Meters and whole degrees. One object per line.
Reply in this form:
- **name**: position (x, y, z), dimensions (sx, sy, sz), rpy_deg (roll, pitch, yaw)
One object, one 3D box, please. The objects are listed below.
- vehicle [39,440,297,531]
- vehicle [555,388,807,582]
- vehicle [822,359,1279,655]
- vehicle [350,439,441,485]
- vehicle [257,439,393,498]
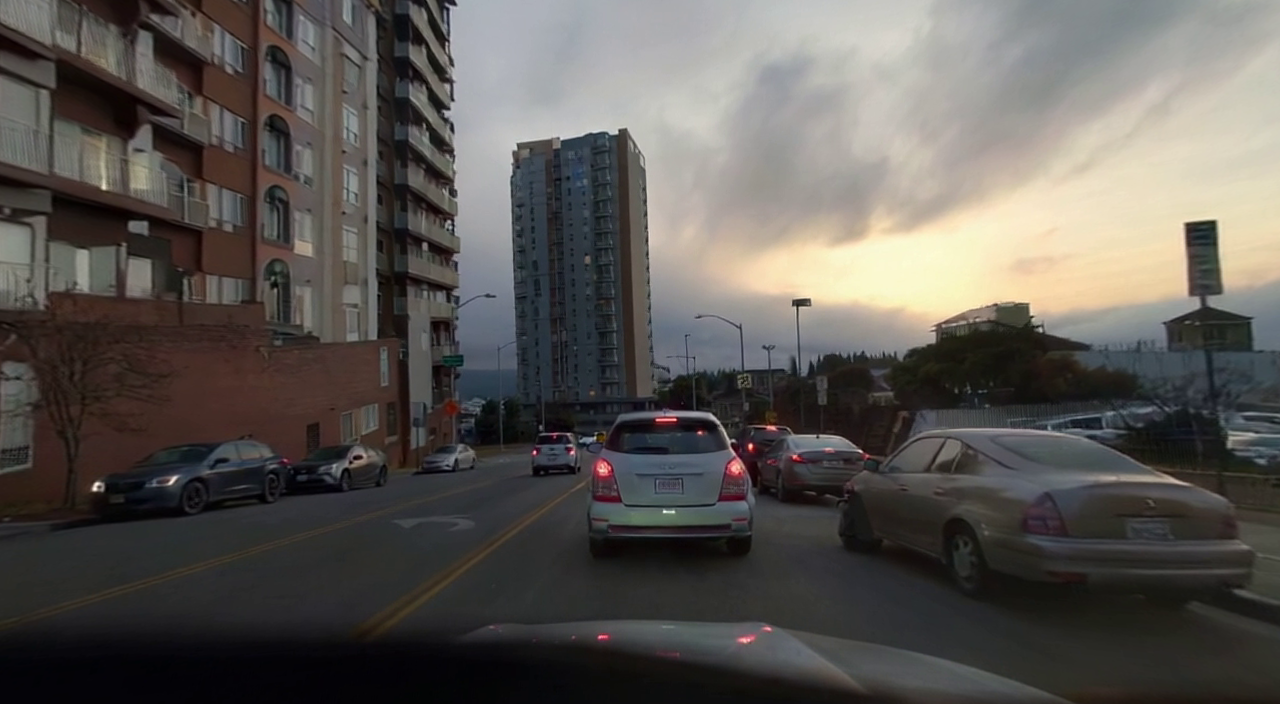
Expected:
- **vehicle**: position (-9.440, 2.655, 13.209), dimensions (2.002, 1.546, 4.339), rpy_deg (0, -8, 1)
- **vehicle**: position (0.387, 1.501, 7.803), dimensions (2.261, 1.740, 4.065), rpy_deg (0, -8, 1)
- **vehicle**: position (3.585, 1.284, 6.264), dimensions (2.158, 1.828, 4.573), rpy_deg (0, -8, 0)
- **vehicle**: position (-9.225, 4.156, 24.201), dimensions (1.900, 1.577, 4.172), rpy_deg (0, -8, -2)
- **vehicle**: position (-9.377, 3.471, 19.230), dimensions (1.955, 1.555, 4.424), rpy_deg (0, -8, -2)
